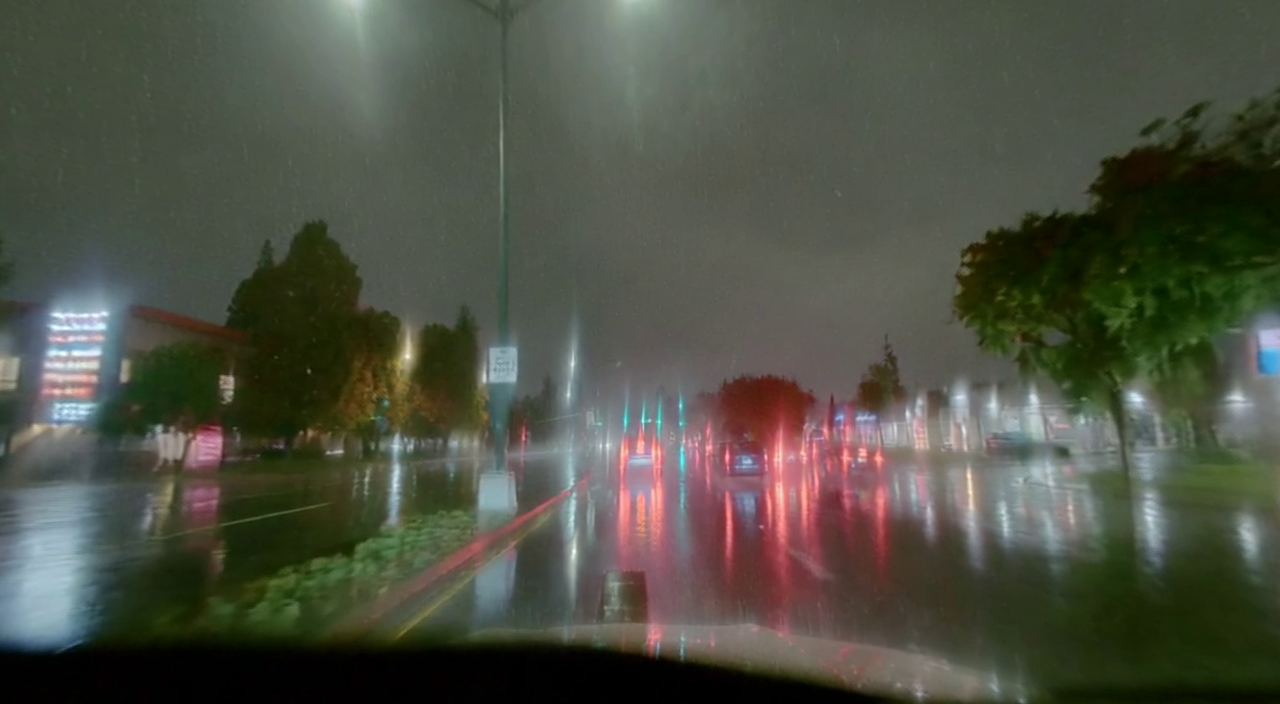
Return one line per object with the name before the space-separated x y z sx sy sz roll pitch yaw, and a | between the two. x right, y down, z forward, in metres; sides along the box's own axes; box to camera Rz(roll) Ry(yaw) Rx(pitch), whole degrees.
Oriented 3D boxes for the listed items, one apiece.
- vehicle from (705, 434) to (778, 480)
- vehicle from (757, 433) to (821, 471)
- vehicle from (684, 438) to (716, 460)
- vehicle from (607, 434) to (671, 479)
vehicle | 3.631 3.811 23.333 1.988 1.528 4.144 0 -8 0
vehicle | 7.320 4.940 31.457 2.044 1.701 4.397 1 -8 -1
vehicle | 4.242 6.882 44.903 1.862 1.457 4.204 0 -8 0
vehicle | -0.033 3.727 22.860 2.096 1.473 3.893 0 -8 0
